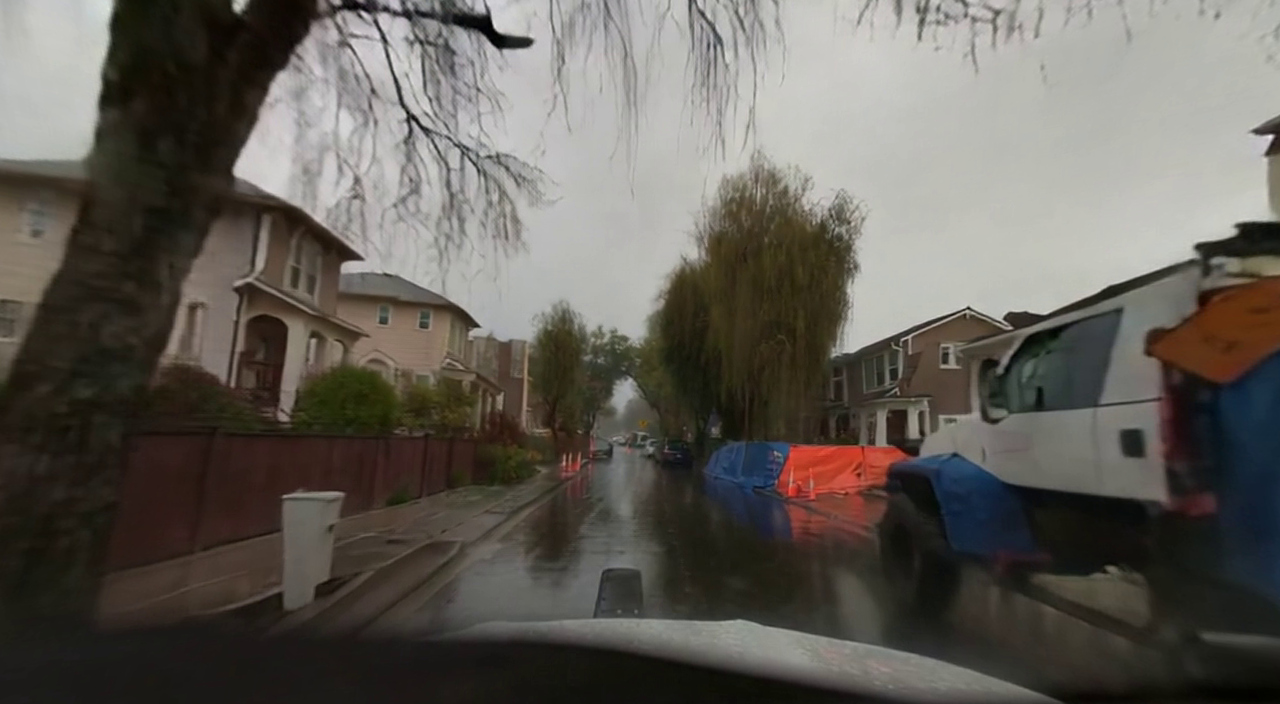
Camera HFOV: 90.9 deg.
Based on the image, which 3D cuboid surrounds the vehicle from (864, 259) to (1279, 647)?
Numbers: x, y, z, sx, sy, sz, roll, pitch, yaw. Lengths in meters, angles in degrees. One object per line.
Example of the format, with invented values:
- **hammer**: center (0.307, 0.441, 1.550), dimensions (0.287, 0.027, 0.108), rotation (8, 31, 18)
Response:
- **vehicle**: center (3.563, 0.941, 5.841), dimensions (1.758, 2.572, 2.706), rotation (7, -13, -4)

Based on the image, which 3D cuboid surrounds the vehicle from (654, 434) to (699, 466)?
- **vehicle**: center (2.011, 5.580, 36.271), dimensions (2.066, 1.739, 4.234), rotation (0, -7, -4)
